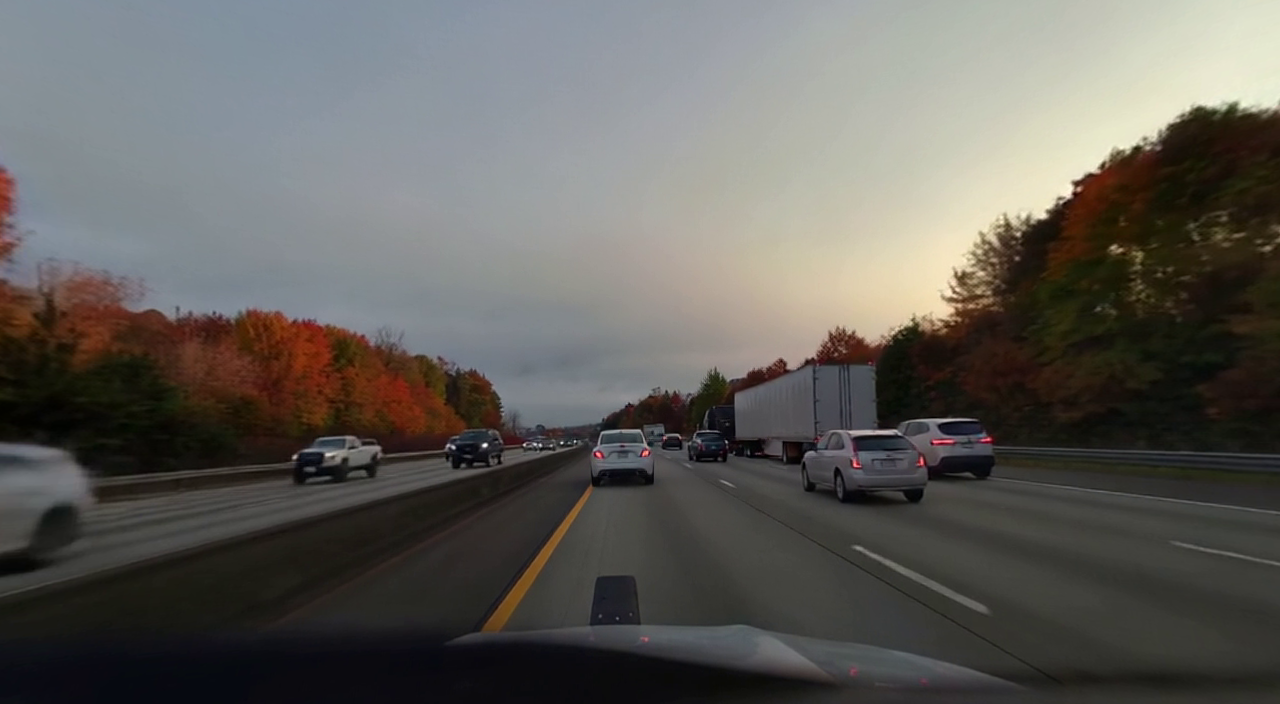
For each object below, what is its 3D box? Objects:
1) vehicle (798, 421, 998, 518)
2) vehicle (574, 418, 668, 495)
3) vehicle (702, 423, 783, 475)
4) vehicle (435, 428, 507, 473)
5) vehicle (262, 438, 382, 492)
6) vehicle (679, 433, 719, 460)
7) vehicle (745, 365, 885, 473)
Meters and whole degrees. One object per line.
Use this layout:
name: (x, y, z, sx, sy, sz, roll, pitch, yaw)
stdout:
vehicle: (4.598, 2.131, 12.027, 2.040, 1.523, 4.068, 0, -8, -1)
vehicle: (-0.486, 2.648, 16.352, 2.087, 1.709, 4.455, 0, -8, -2)
vehicle: (3.603, 3.474, 22.814, 2.147, 1.707, 3.963, 0, -8, -2)
vehicle: (-8.356, 4.900, 31.665, 2.243, 2.051, 5.305, 0, -8, -1)
vehicle: (-11.380, 4.003, 22.901, 1.990, 1.751, 4.566, 0, -8, 0)
vehicle: (3.430, 5.571, 37.246, 1.865, 1.471, 3.916, 0, -8, -2)
vehicle: (7.771, 3.411, 30.731, 2.867, 4.066, 13.802, 0, -7, 0)
